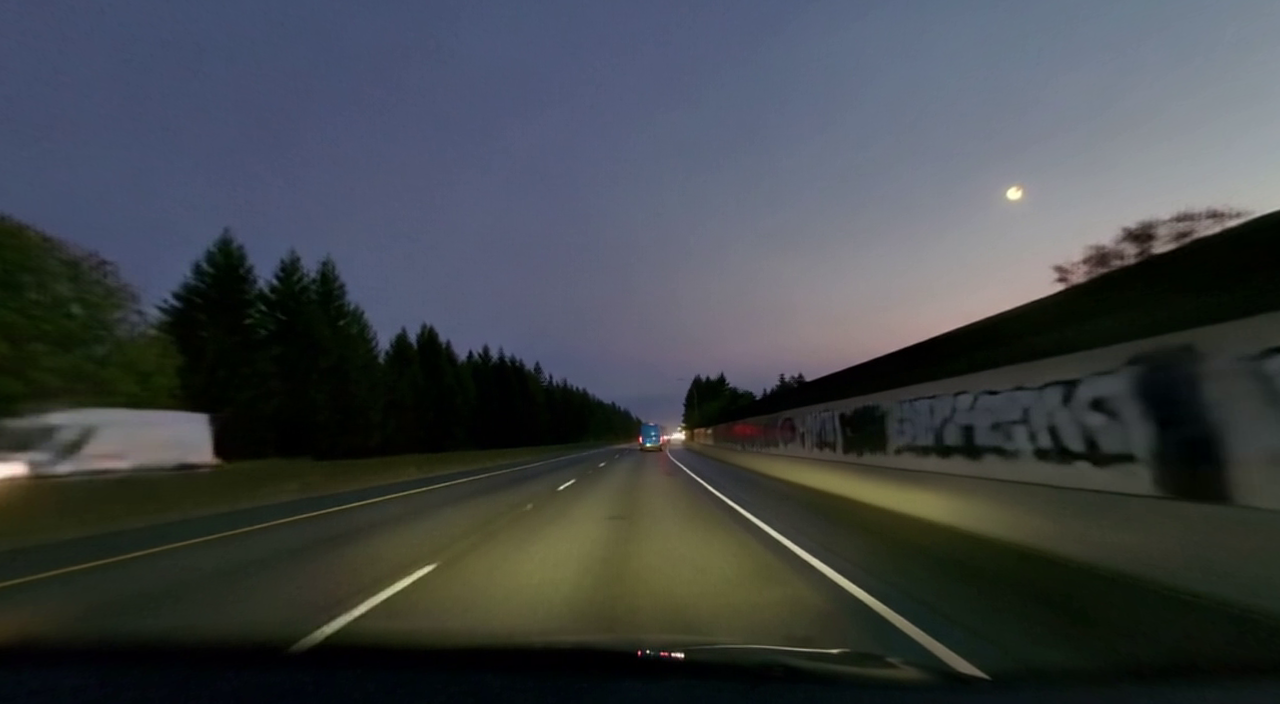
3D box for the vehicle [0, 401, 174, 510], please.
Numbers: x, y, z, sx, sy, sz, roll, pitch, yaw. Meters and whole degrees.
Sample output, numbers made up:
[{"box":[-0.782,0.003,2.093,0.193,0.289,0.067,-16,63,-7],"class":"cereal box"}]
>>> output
[{"box":[-14.507,2.461,15.313,2.452,2.234,5.008,0,-8,0],"class":"vehicle"}]
